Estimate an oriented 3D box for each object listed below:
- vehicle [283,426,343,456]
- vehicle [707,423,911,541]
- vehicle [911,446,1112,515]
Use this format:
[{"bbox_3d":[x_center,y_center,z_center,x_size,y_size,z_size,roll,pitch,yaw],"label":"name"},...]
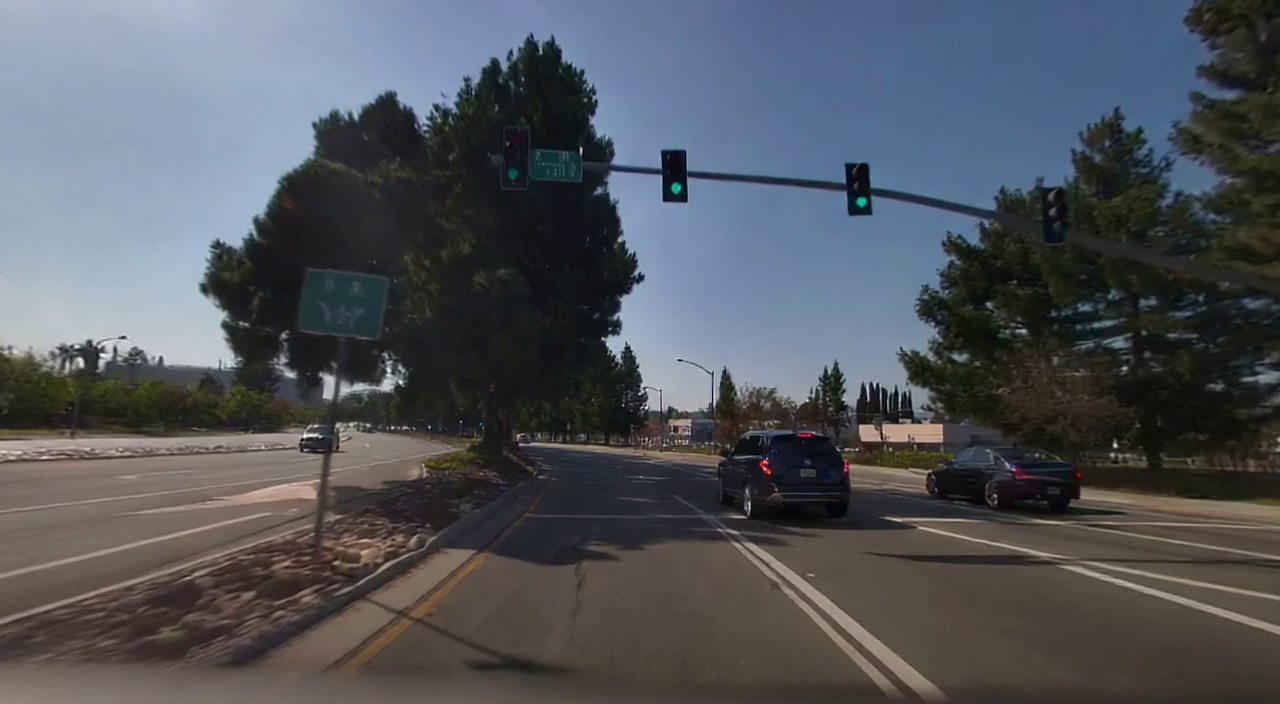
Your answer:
[{"bbox_3d":[-18.655,5.112,36.309,2.206,1.583,4.539,3,-9,-17],"label":"vehicle"},{"bbox_3d":[2.670,2.193,11.355,2.122,1.646,4.525,1,-8,-4],"label":"vehicle"},{"bbox_3d":[9.095,3.143,16.074,1.940,1.460,4.652,2,-8,-6],"label":"vehicle"}]
